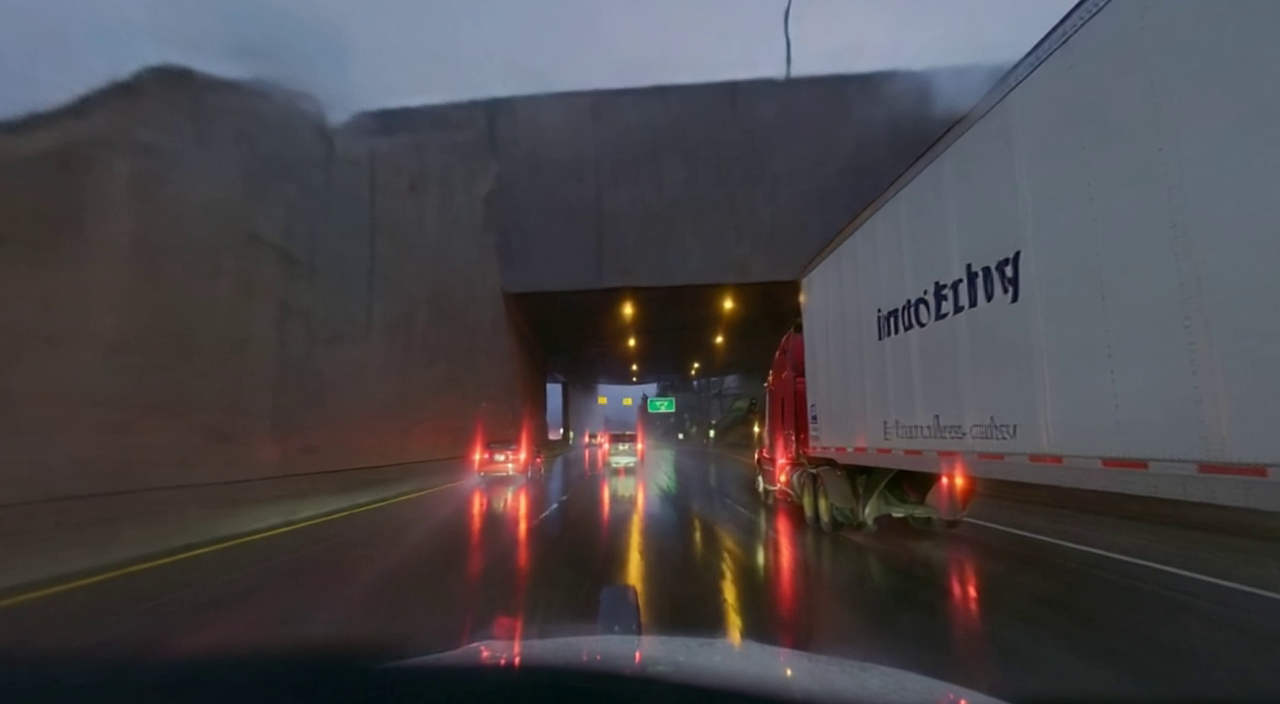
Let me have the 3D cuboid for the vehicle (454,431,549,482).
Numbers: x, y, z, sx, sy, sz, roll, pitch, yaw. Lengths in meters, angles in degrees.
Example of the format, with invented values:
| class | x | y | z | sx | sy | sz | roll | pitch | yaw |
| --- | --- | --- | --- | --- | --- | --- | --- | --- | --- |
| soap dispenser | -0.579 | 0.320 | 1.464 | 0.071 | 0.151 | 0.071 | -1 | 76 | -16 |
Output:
| class | x | y | z | sx | sy | sz | roll | pitch | yaw |
| --- | --- | --- | --- | --- | --- | --- | --- | --- | --- |
| vehicle | -4.226 | 3.247 | 20.013 | 2.019 | 1.435 | 4.317 | 0 | -8 | 0 |

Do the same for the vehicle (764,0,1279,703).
| class | x | y | z | sx | sy | sz | roll | pitch | yaw |
| --- | --- | --- | --- | --- | --- | --- | --- | --- | --- |
| vehicle | 3.858 | -0.053 | 4.553 | 2.842 | 4.108 | 14.081 | 0 | -8 | -1 |

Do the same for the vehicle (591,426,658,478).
| class | x | y | z | sx | sy | sz | roll | pitch | yaw |
| --- | --- | --- | --- | --- | --- | --- | --- | --- | --- |
| vehicle | -0.509 | 3.382 | 21.545 | 2.094 | 1.600 | 3.666 | 0 | -8 | -1 |
